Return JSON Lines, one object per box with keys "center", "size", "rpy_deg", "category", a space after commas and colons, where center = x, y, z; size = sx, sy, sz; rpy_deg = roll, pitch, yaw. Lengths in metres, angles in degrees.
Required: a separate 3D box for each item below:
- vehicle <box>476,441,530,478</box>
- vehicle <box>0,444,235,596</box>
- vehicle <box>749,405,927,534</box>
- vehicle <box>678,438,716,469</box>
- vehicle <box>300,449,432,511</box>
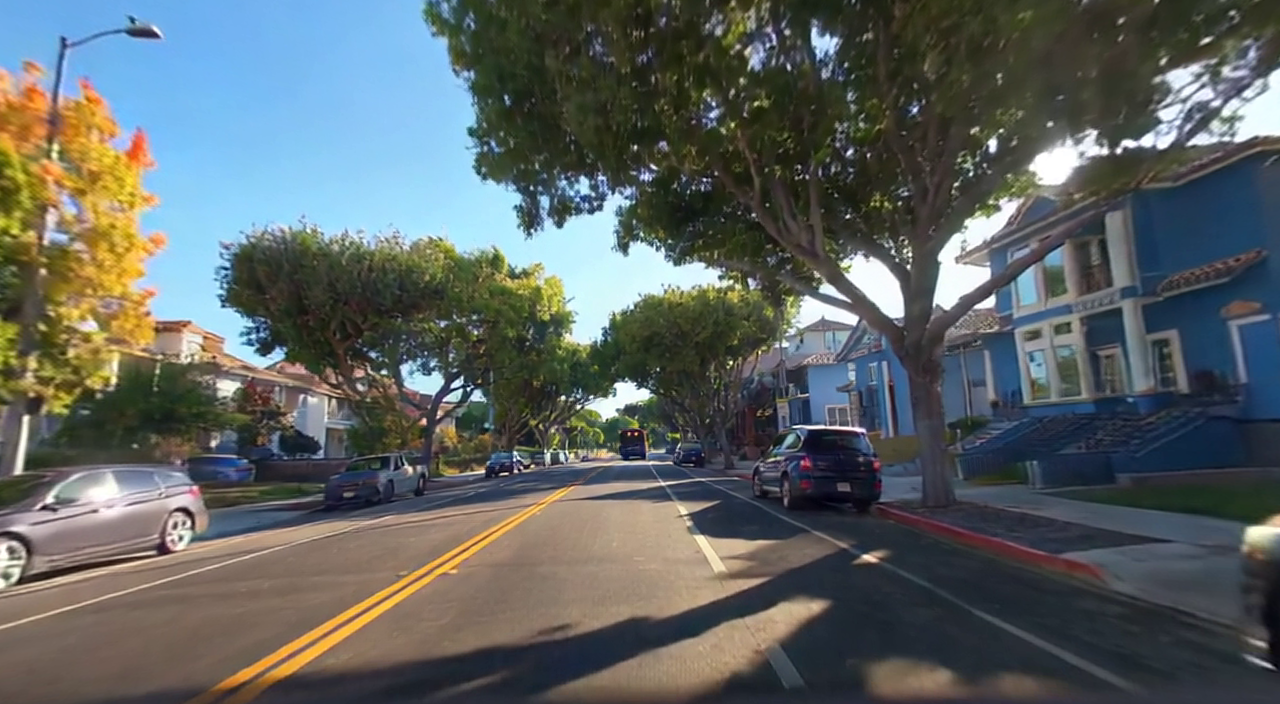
{"center": [-8.333, 6.599, 39.030], "size": [2.094, 1.840, 5.450], "rpy_deg": [-7, -8, -2], "category": "vehicle"}
{"center": [-8.426, 2.332, 9.079], "size": [1.989, 1.726, 5.129], "rpy_deg": [-6, -9, -2], "category": "vehicle"}
{"center": [3.667, 2.250, 12.722], "size": [2.131, 1.995, 4.626], "rpy_deg": [3, -8, 1], "category": "vehicle"}
{"center": [3.889, 6.985, 43.724], "size": [2.060, 1.833, 4.927], "rpy_deg": [4, -9, 0], "category": "vehicle"}
{"center": [-8.389, 3.905, 19.889], "size": [1.921, 1.494, 4.884], "rpy_deg": [-4, -8, 1], "category": "vehicle"}
